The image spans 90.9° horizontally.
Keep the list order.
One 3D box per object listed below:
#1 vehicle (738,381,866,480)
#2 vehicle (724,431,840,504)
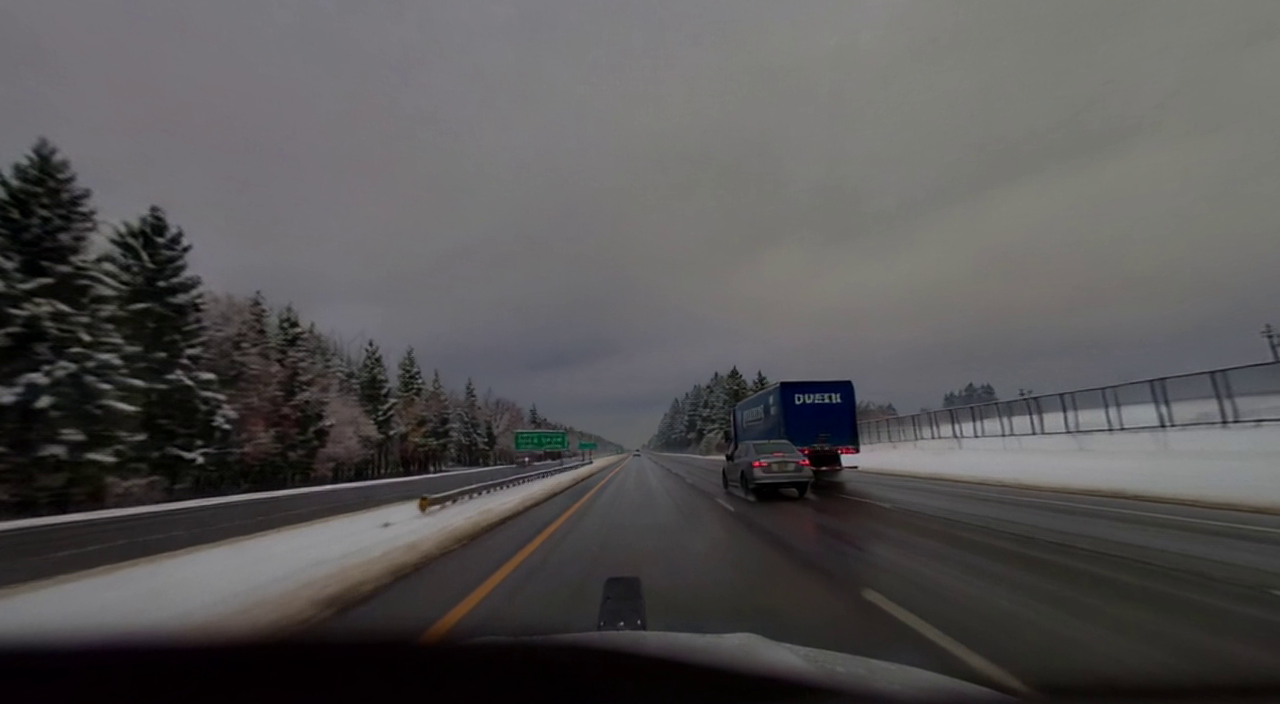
[{"bbox_3d":[7.994,4.426,34.000,3.088,4.217,14.033,0,-9,0],"label":"vehicle"},{"bbox_3d":[3.711,3.113,17.333,2.093,1.742,4.167,0,-9,-1],"label":"vehicle"}]
